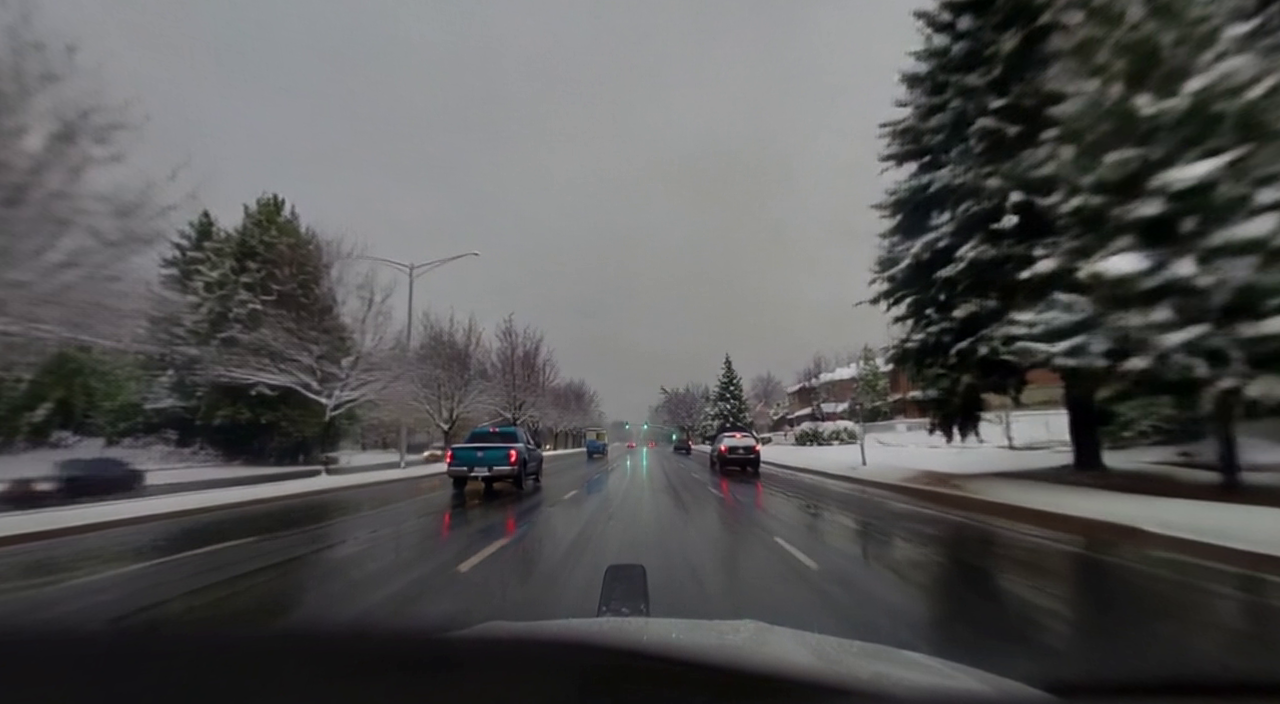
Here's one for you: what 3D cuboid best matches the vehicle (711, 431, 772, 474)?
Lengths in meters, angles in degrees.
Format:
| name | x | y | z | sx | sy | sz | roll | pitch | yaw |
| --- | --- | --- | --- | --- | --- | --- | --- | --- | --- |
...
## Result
| name | x | y | z | sx | sy | sz | roll | pitch | yaw |
| --- | --- | --- | --- | --- | --- | --- | --- | --- | --- |
| vehicle | 4.401 | 4.424 | 28.033 | 2.016 | 1.736 | 4.356 | 0 | -8 | 0 |

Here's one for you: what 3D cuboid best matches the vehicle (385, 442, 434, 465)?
| name | x | y | z | sx | sy | sz | roll | pitch | yaw |
| --- | --- | --- | --- | --- | --- | --- | --- | --- | --- |
| vehicle | -17.185 | 7.596 | 47.187 | 1.903 | 1.619 | 4.344 | 0 | -8 | 2 |

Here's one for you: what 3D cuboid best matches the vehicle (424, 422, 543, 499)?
| name | x | y | z | sx | sy | sz | roll | pitch | yaw |
| --- | --- | --- | --- | --- | --- | --- | --- | --- | --- |
| vehicle | -3.982 | 2.861 | 16.996 | 2.002 | 1.747 | 4.728 | 0 | -8 | 0 |

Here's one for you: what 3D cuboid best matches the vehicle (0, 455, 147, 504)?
| name | x | y | z | sx | sy | sz | roll | pitch | yaw |
| --- | --- | --- | --- | --- | --- | --- | --- | --- | --- |
| vehicle | -20.564 | 4.512 | 22.698 | 1.939 | 1.475 | 4.491 | 0 | -8 | 1 |
